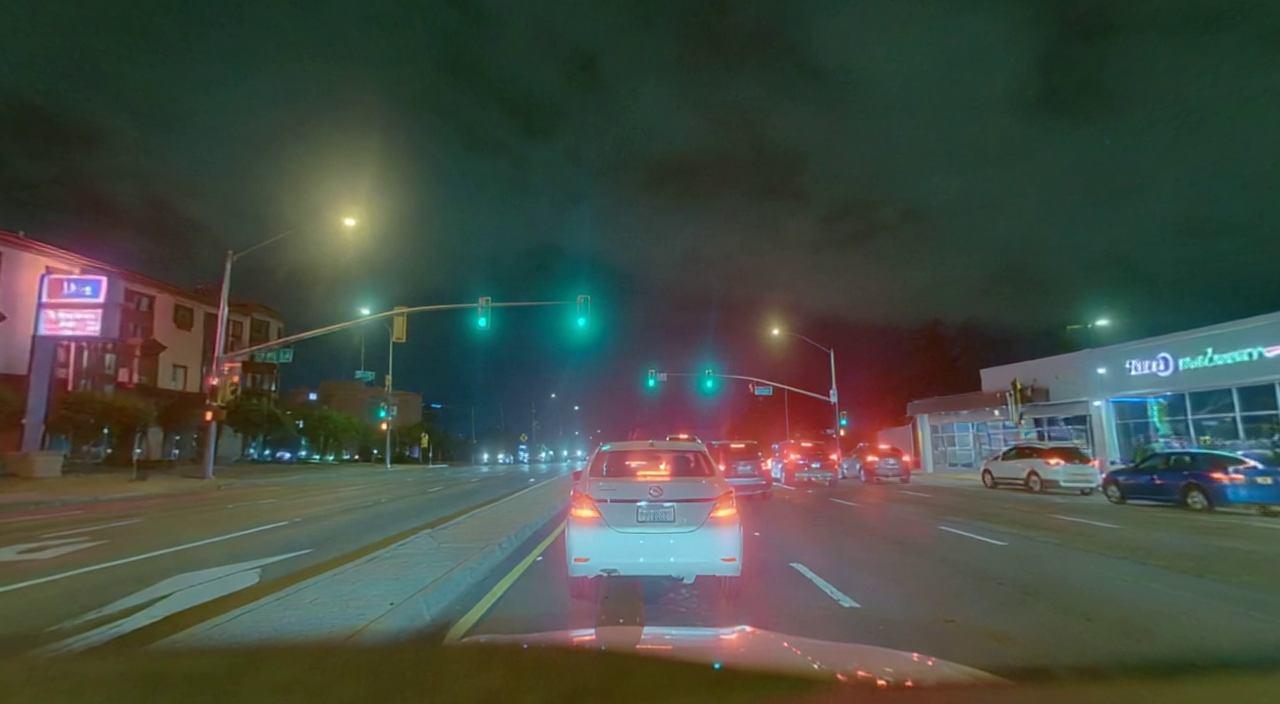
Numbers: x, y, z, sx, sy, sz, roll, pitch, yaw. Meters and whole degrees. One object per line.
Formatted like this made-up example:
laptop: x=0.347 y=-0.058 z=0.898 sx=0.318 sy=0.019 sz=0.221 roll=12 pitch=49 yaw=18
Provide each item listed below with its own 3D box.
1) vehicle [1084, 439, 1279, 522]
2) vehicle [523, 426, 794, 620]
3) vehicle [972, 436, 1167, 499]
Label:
vehicle: x=14.190 y=3.104 z=15.956 sx=2.235 sy=1.721 sz=5.230 roll=0 pitch=-9 yaw=1
vehicle: x=0.132 y=1.634 z=7.018 sx=2.067 sy=1.471 sz=4.241 roll=0 pitch=-9 yaw=0
vehicle: x=14.069 y=3.815 z=21.359 sx=2.309 sy=1.819 sz=5.793 roll=1 pitch=-9 yaw=-3
